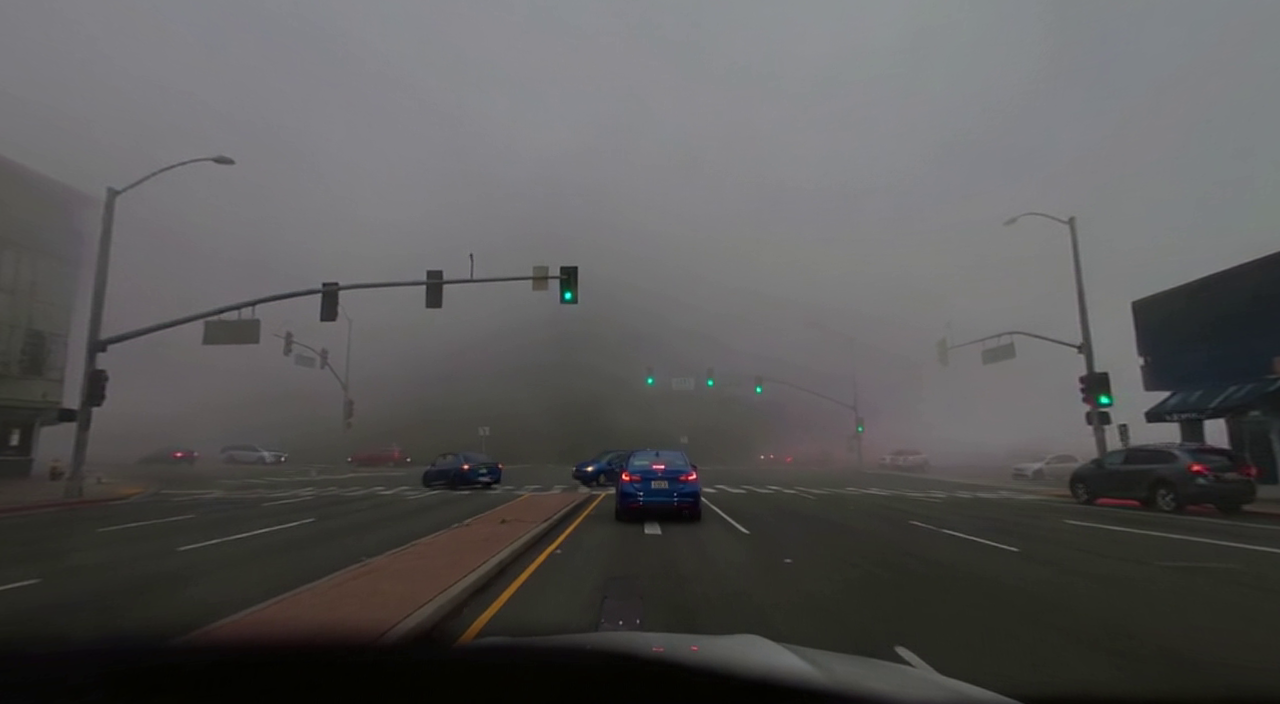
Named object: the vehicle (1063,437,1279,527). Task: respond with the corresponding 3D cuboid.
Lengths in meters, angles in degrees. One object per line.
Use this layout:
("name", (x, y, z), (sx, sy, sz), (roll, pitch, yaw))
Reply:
("vehicle", (13.989, 3.133, 15.991), (2.309, 1.819, 5.793), (0, -9, -3))

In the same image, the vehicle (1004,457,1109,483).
("vehicle", (23.983, 6.816, 36.517), (4.684, 1.412, 1.995), (0, -9, -1))

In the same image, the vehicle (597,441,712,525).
("vehicle", (0.309, 2.680, 13.505), (2.067, 1.471, 4.241), (0, -9, 1))

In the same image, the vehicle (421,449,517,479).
("vehicle", (-8.834, 5.765, 32.644), (4.531, 1.434, 1.841), (-4, -9, 22))

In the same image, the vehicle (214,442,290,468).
("vehicle", (-30.223, 7.986, 49.303), (1.999, 1.702, 4.557), (-2, -7, 30))
